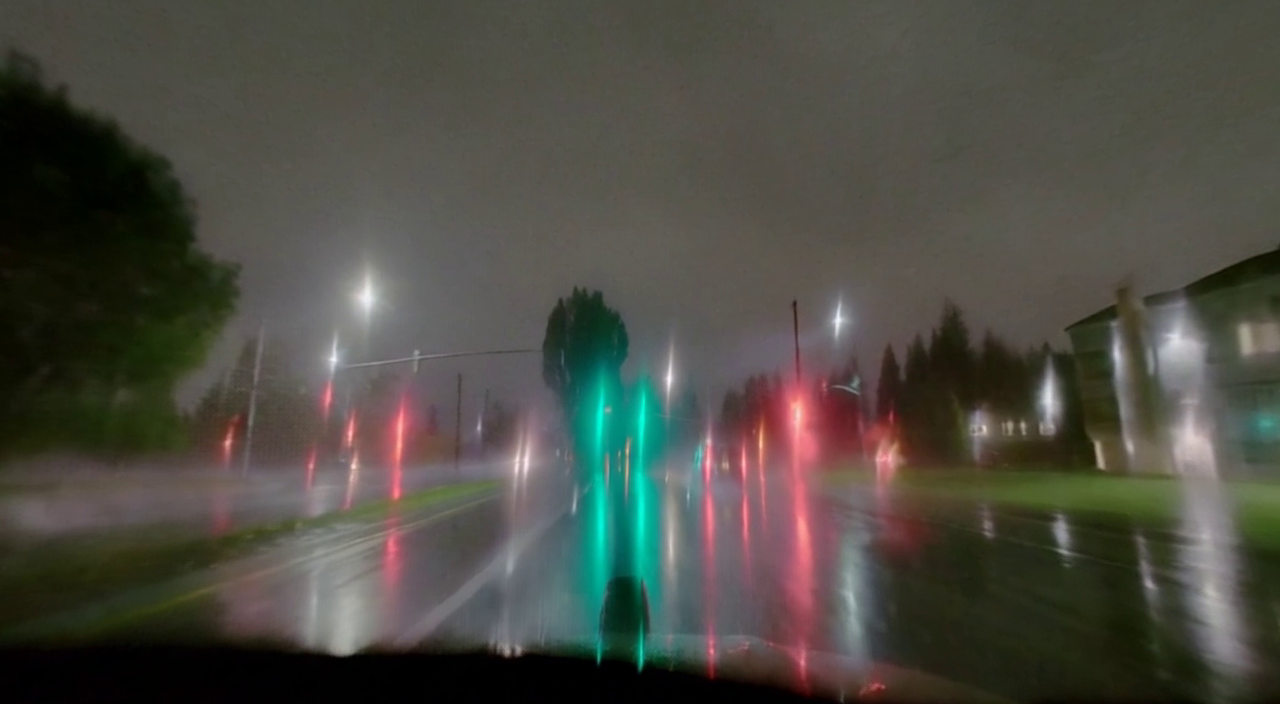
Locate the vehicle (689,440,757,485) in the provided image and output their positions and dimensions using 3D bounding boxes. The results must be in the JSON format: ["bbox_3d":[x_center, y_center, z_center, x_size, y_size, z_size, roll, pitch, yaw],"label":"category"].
[{"bbox_3d":[3.561,4.847,27.964,2.240,1.781,4.433,0,-8,-2],"label":"vehicle"}]
